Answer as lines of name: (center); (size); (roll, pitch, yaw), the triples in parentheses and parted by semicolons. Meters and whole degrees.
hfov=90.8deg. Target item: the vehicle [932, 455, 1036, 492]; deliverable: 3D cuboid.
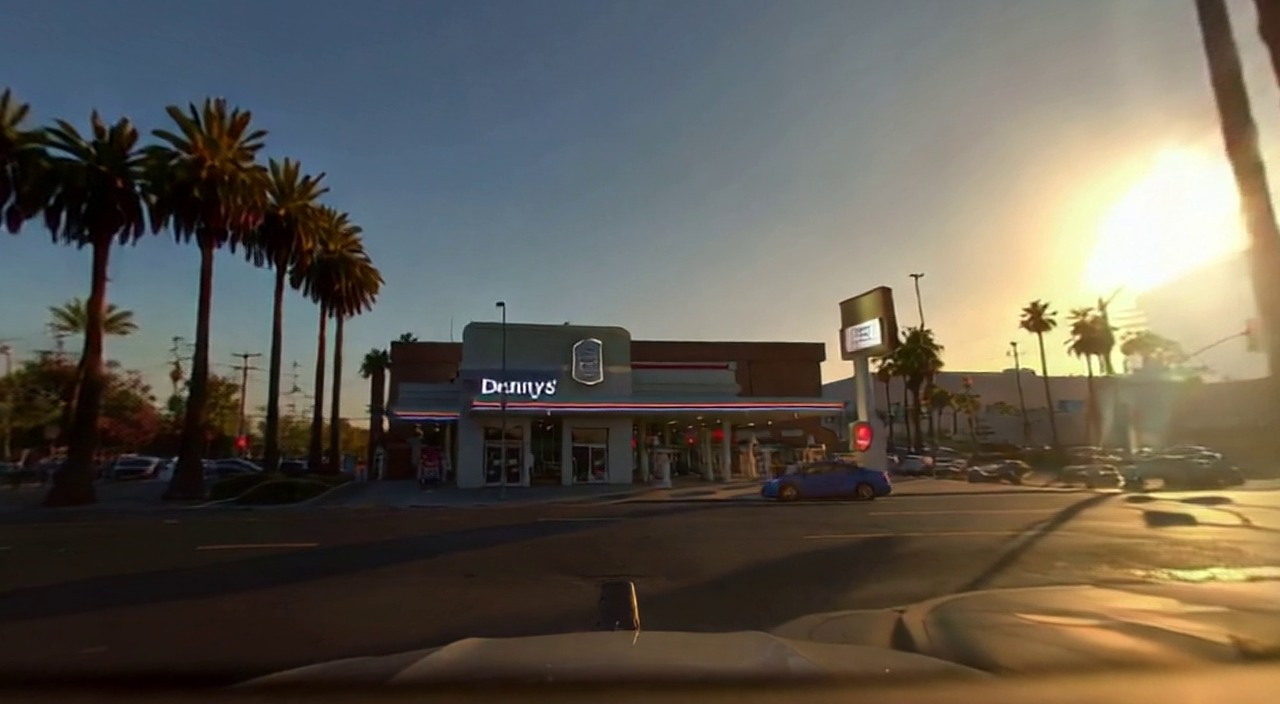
vehicle: (20.041, 7.066, 36.910); (4.880, 1.754, 2.202); (0, -5, -9)

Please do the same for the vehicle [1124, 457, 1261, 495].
vehicle: (32.853, 7.352, 37.930); (2.490, 1.958, 5.823); (1, -9, -8)

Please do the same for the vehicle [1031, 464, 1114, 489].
vehicle: (29.196, 8.424, 42.838); (2.074, 1.480, 4.369); (1, -9, -10)

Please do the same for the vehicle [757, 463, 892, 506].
vehicle: (7.083, 5.092, 24.507); (4.570, 1.480, 1.873); (1, -9, -7)
